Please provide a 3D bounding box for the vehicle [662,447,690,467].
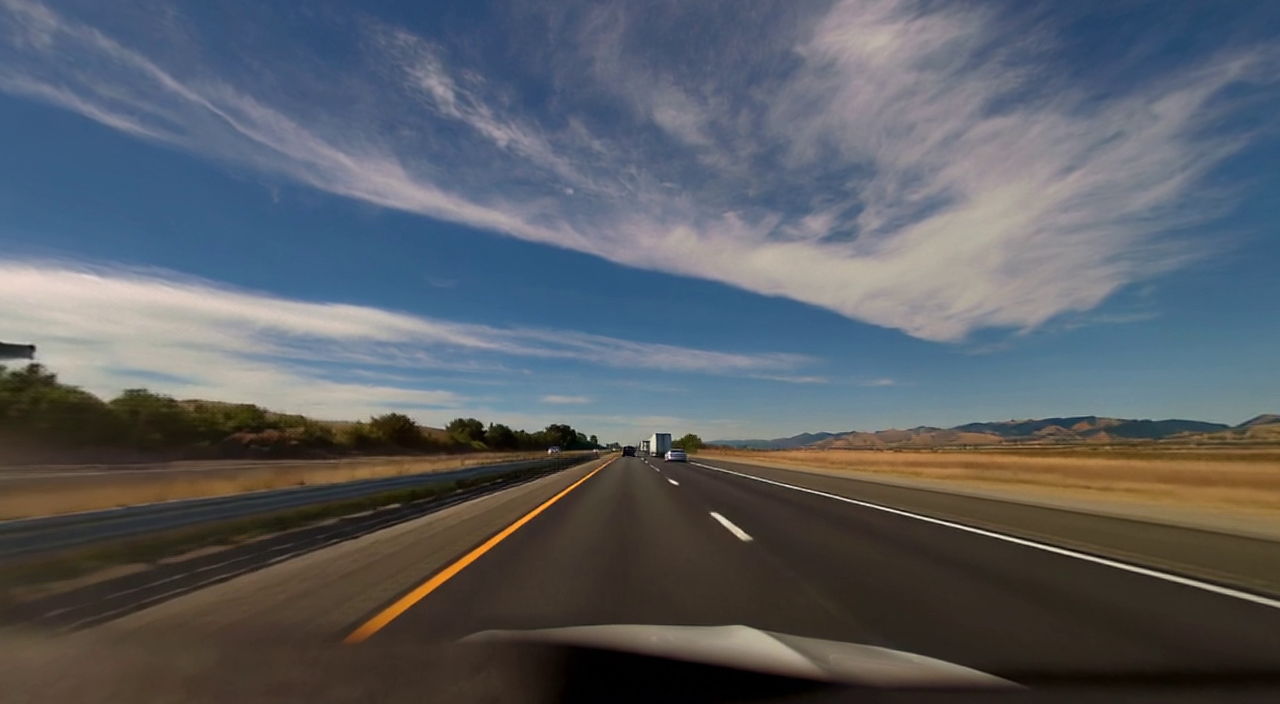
[{"bbox_3d":[2.728,8.131,48.705,1.836,1.459,3.766,0,-9,-2],"label":"vehicle"}]
